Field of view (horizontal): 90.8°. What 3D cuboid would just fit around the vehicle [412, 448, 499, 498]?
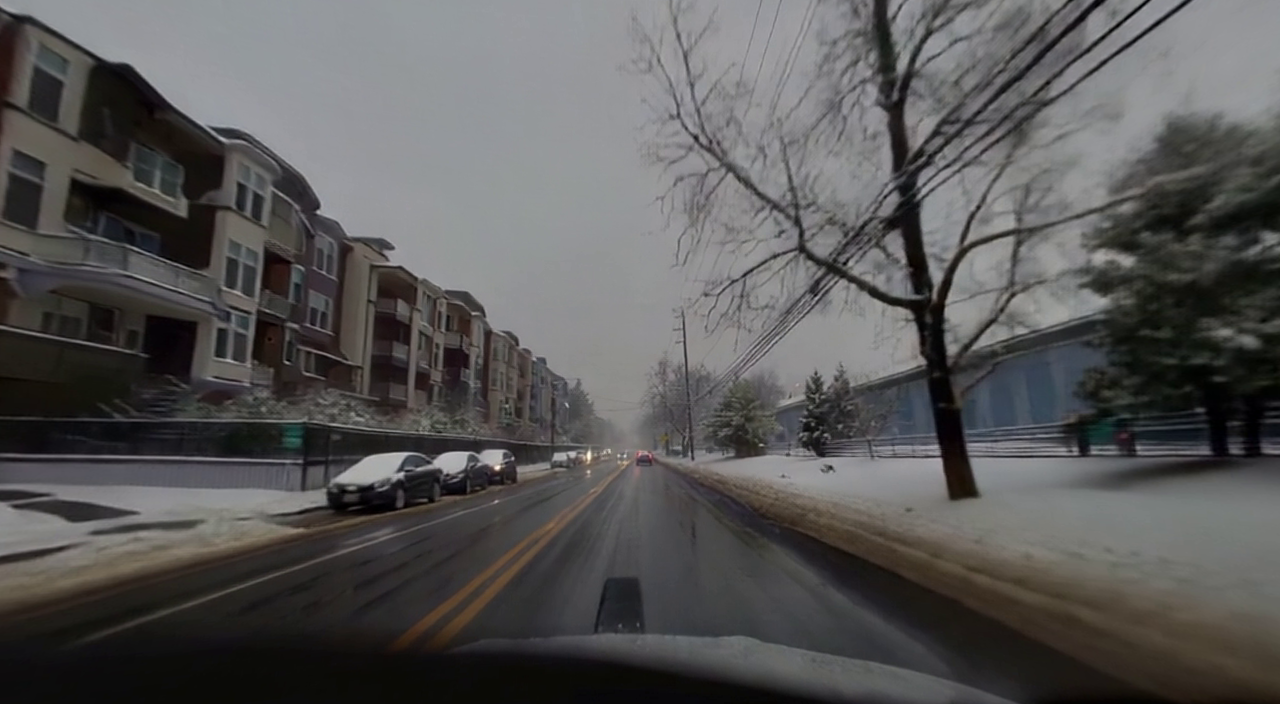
[{"bbox_3d":[-6.561,4.328,22.976,1.773,1.466,4.407,3,-8,0],"label":"vehicle"}]

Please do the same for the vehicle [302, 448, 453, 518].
[{"bbox_3d":[-6.612,3.312,16.598,1.914,1.417,4.750,2,-8,0],"label":"vehicle"}]
